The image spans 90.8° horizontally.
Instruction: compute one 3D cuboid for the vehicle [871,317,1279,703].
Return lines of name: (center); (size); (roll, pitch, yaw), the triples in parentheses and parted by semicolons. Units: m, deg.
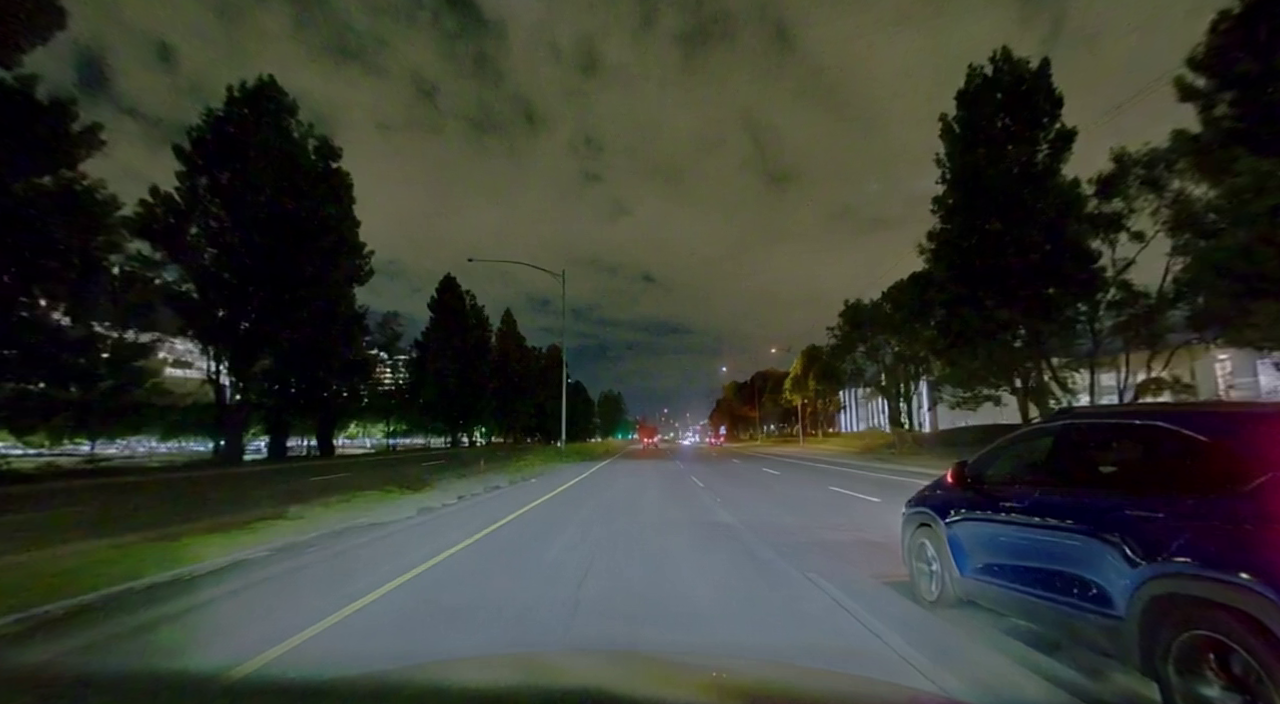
vehicle: (3.071, 0.916, 3.287); (2.060, 1.665, 4.284); (0, -8, 0)
